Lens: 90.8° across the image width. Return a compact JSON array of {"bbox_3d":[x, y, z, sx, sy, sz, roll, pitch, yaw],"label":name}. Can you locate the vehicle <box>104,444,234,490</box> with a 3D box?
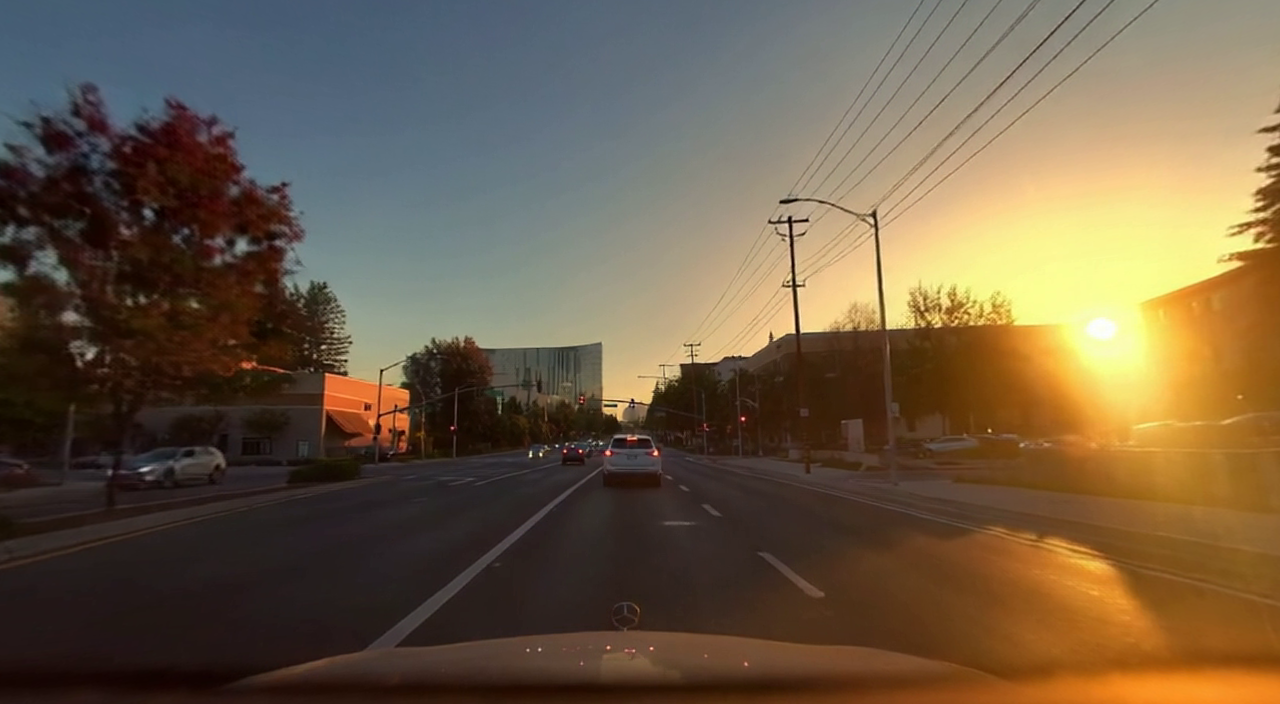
[{"bbox_3d":[-19.281,4.683,26.162,1.945,1.700,4.465,0,-8,0],"label":"vehicle"}]

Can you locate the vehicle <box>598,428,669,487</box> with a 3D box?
[{"bbox_3d":[-0.238,3.556,21.483,2.188,1.782,3.982,0,-8,-1],"label":"vehicle"}]

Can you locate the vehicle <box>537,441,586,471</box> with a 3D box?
[{"bbox_3d":[-4.054,5.458,33.338,2.075,1.474,4.367,0,-8,-1],"label":"vehicle"}]
